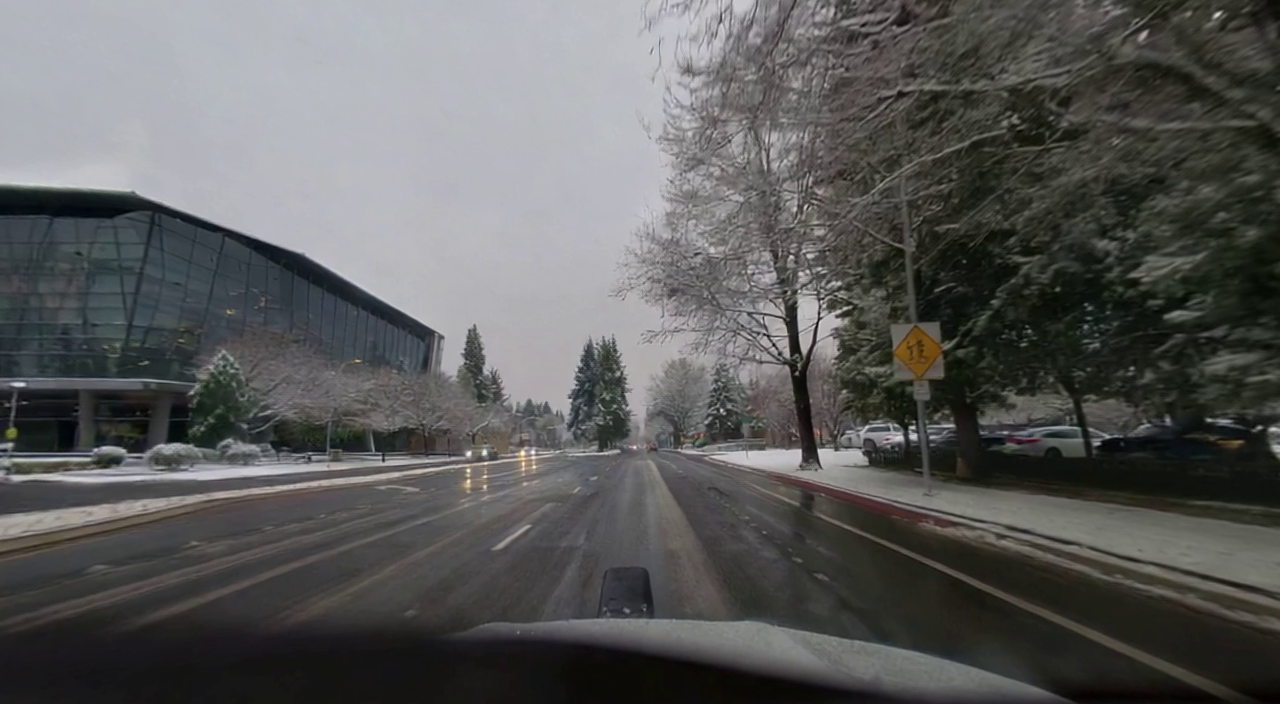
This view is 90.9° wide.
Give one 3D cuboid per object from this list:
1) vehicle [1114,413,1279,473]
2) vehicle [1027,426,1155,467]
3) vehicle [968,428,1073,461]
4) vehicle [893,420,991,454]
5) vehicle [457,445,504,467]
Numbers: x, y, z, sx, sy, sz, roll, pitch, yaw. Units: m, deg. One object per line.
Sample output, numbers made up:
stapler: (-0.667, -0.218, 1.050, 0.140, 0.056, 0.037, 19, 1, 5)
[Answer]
vehicle: (15.926, 2.565, 17.994, 3.322, 1.389, 1.731, -4, -5, -2)
vehicle: (16.235, 3.377, 22.822, 3.313, 1.368, 1.690, 0, -7, 2)
vehicle: (16.431, 4.014, 27.315, 3.410, 1.368, 1.789, 0, -9, -4)
vehicle: (15.387, 4.336, 32.257, 3.935, 1.487, 2.018, -2, -7, -2)
vehicle: (-11.776, 7.702, 46.844, 2.128, 1.514, 4.784, -1, -8, 2)
